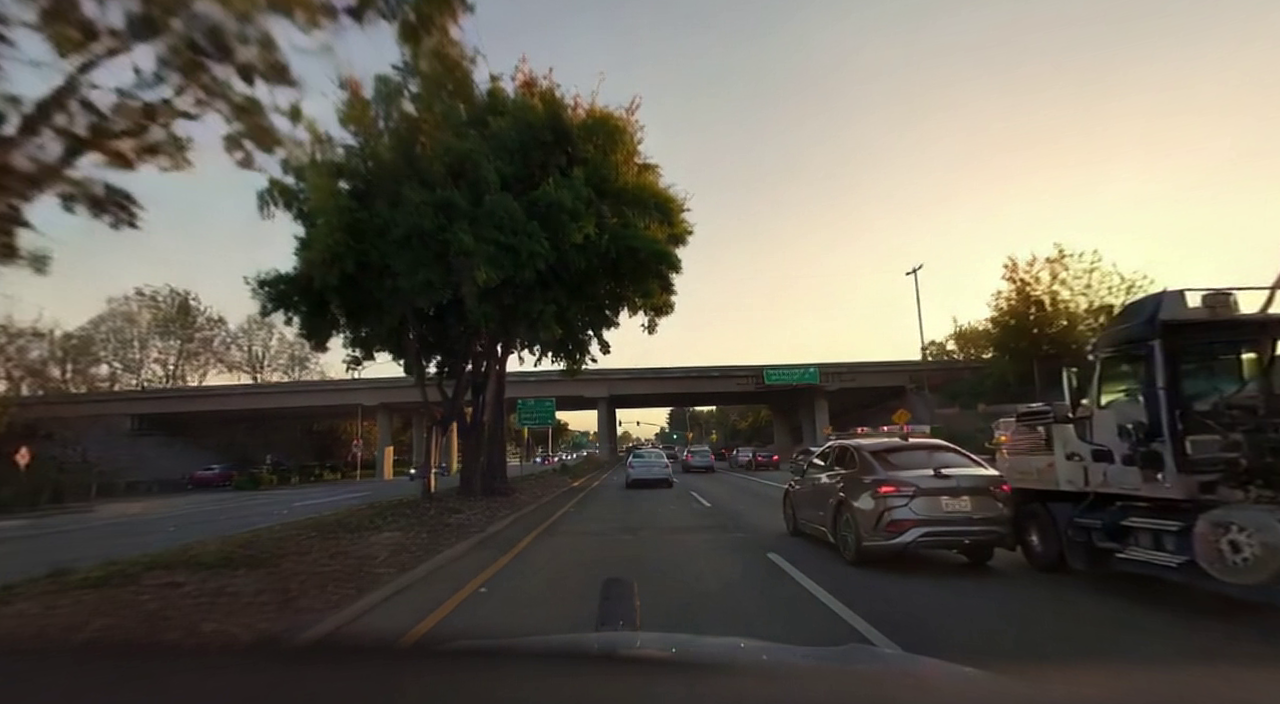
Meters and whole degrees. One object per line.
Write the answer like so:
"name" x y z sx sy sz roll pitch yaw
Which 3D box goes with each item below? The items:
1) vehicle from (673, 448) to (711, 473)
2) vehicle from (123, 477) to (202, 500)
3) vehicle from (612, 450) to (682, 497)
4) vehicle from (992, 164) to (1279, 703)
"vehicle" 3.158 6.735 39.330 1.962 1.431 4.205 0 -9 -1
"vehicle" -32.778 9.358 43.413 3.907 1.435 1.765 0 -9 -2
"vehicle" 0.189 3.815 20.244 2.027 1.341 3.775 0 -8 0
"vehicle" 3.301 0.438 1.037 2.588 2.321 4.927 0 -9 1
